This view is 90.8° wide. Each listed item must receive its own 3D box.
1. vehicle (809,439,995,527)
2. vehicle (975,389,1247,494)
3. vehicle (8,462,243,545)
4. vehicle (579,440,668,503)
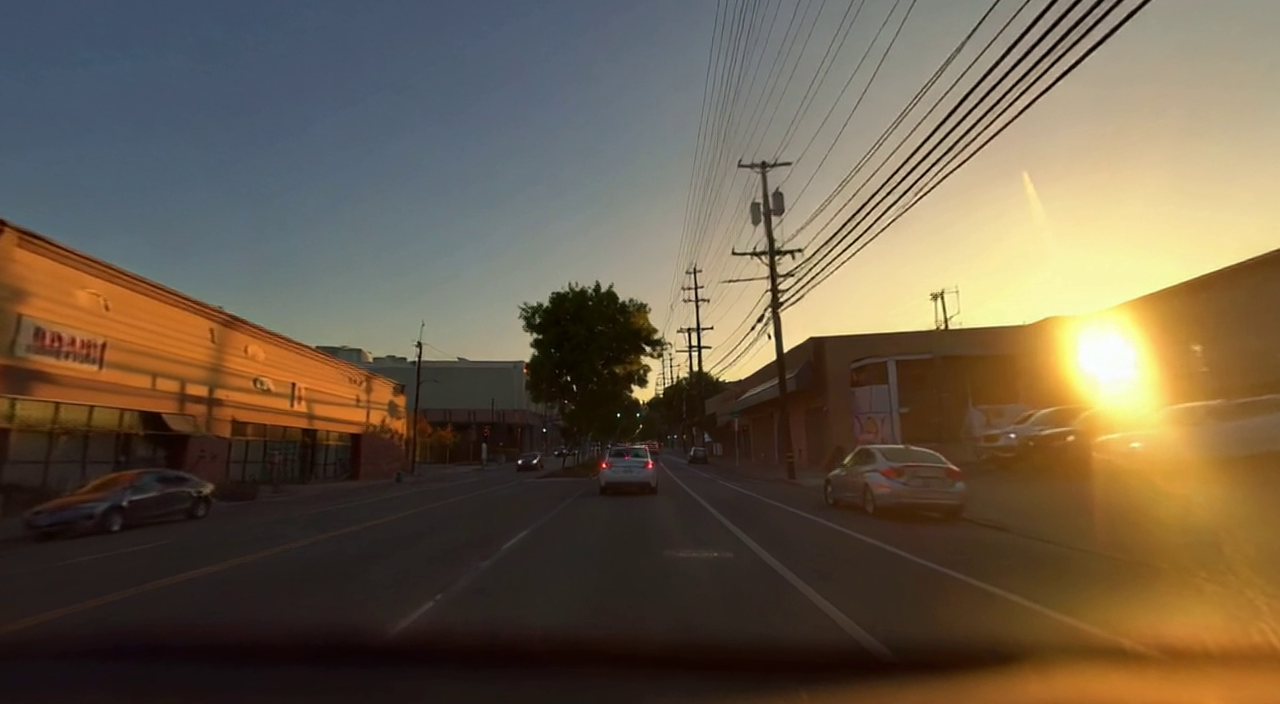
[{"bbox_3d":[5.219,2.628,13.393,1.937,1.523,4.541,0,-8,-1],"label":"vehicle"},{"bbox_3d":[11.231,2.248,15.933,2.329,2.145,5.841,0,-8,0],"label":"vehicle"},{"bbox_3d":[-11.505,3.362,14.632,1.817,1.480,4.282,0,-8,0],"label":"vehicle"},{"bbox_3d":[-0.418,3.141,17.058,2.116,1.479,3.980,0,-8,0],"label":"vehicle"}]
